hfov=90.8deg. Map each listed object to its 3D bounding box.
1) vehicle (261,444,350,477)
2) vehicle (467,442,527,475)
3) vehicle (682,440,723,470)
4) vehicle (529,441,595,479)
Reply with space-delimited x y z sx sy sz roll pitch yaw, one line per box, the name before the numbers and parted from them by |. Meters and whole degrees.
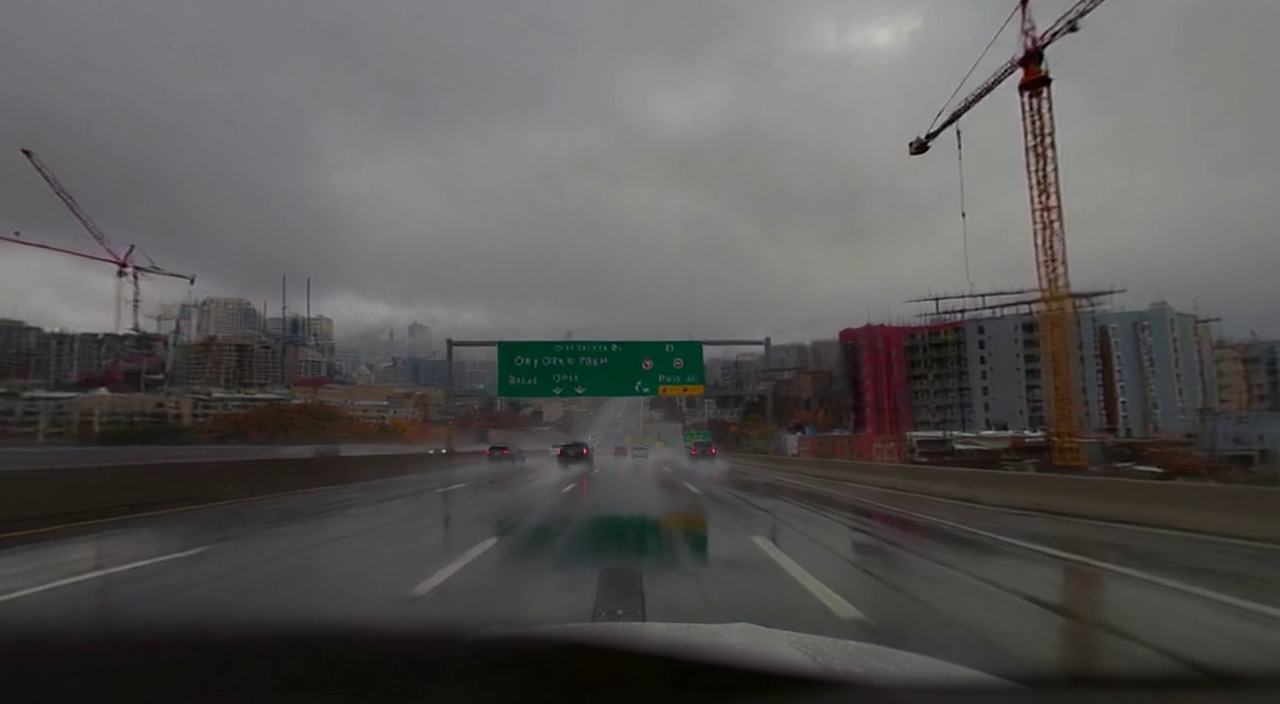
vehicle | -16.340 5.311 31.161 1.826 1.476 4.548 0 -8 1
vehicle | -7.131 5.342 31.988 1.951 1.528 4.209 0 -8 1
vehicle | 3.518 5.899 36.266 1.978 1.602 4.092 0 -8 0
vehicle | -3.280 4.630 27.388 2.136 1.512 4.488 0 -8 2
